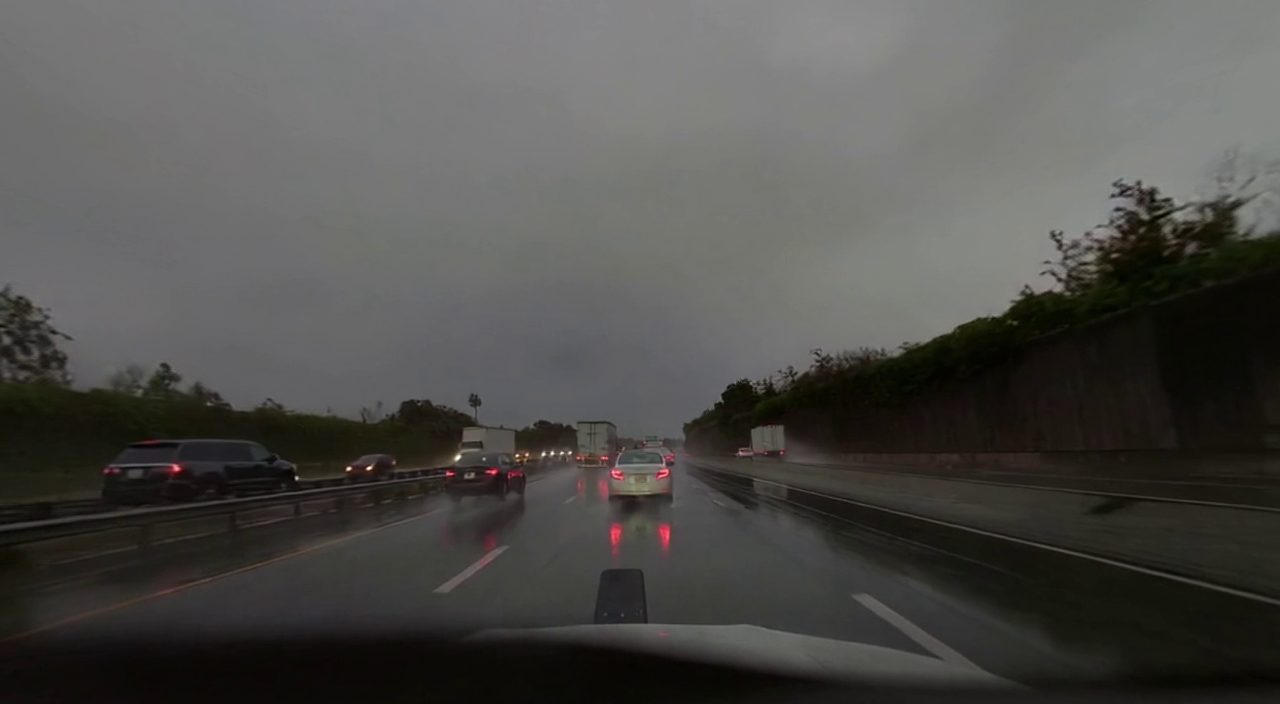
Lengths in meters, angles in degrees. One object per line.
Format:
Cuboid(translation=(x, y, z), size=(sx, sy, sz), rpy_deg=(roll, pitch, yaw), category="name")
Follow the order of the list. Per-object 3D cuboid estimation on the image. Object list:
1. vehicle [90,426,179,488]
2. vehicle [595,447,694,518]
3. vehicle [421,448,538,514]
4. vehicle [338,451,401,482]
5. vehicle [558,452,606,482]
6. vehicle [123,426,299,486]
Cuboid(translation=(-32.079, 6.675, 40.114), size=(2.830, 3.760, 2.909), rpy_deg=(0, -9, 2), category="vehicle")
Cuboid(translation=(0.085, 3.010, 15.024), size=(2.057, 1.449, 3.931), rpy_deg=(0, -9, 0), category="vehicle")
Cuboid(translation=(-4.115, 3.363, 16.965), size=(1.929, 1.509, 4.331), rpy_deg=(0, -9, 1), category="vehicle")
Cuboid(translation=(-15.706, 6.633, 36.778), size=(1.860, 1.673, 3.921), rpy_deg=(0, -9, 1), category="vehicle")
Cuboid(translation=(-3.082, 5.915, 32.669), size=(1.952, 1.402, 4.184), rpy_deg=(2, -9, -12), category="vehicle")
Cuboid(translation=(-31.806, 7.906, 48.187), size=(2.820, 3.863, 14.416), rpy_deg=(-1, -9, 2), category="vehicle")
